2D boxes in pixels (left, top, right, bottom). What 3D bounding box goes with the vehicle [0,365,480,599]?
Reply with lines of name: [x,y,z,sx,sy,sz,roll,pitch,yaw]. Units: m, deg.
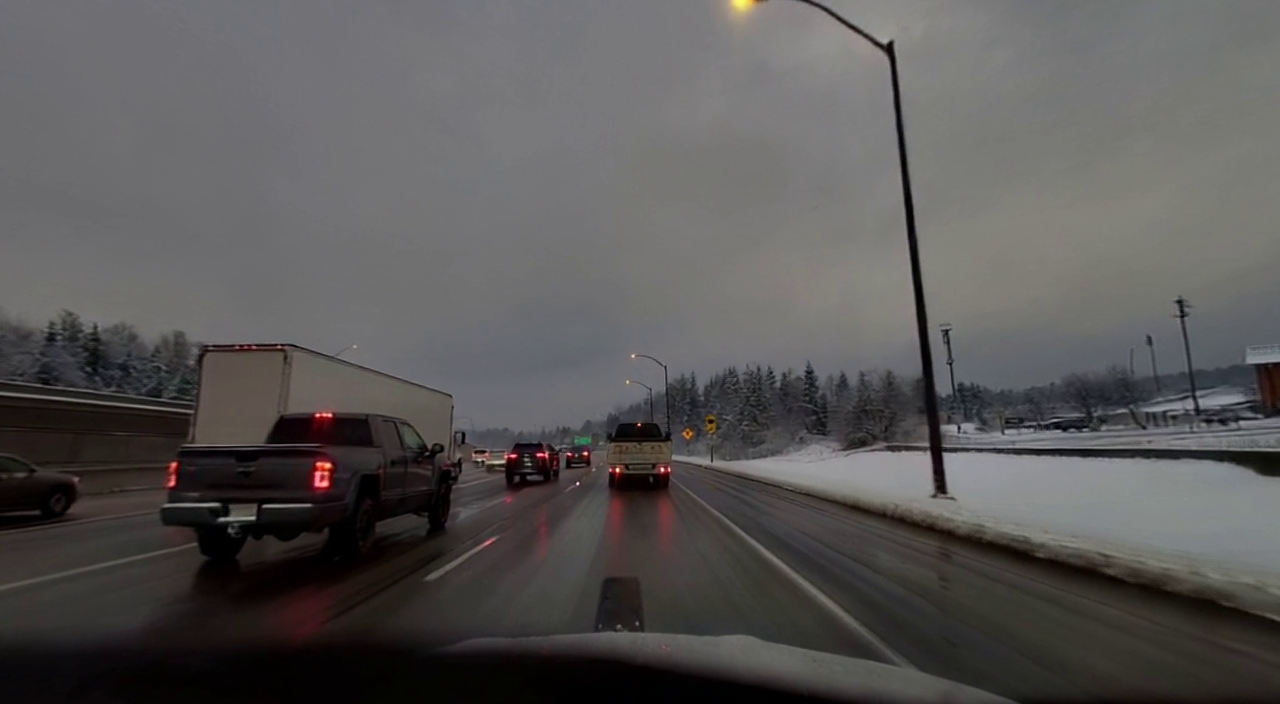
vehicle: [-4.153,1.520,8.251,2.575,1.958,5.730,0,-9,0]

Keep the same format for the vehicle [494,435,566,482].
vehicle: [-4.705,4.661,27.852,2.329,1.859,4.823,0,-9,0]

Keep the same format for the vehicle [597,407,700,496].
vehicle: [0.129,3.396,21.737,2.886,2.471,7.692,0,-9,-2]
